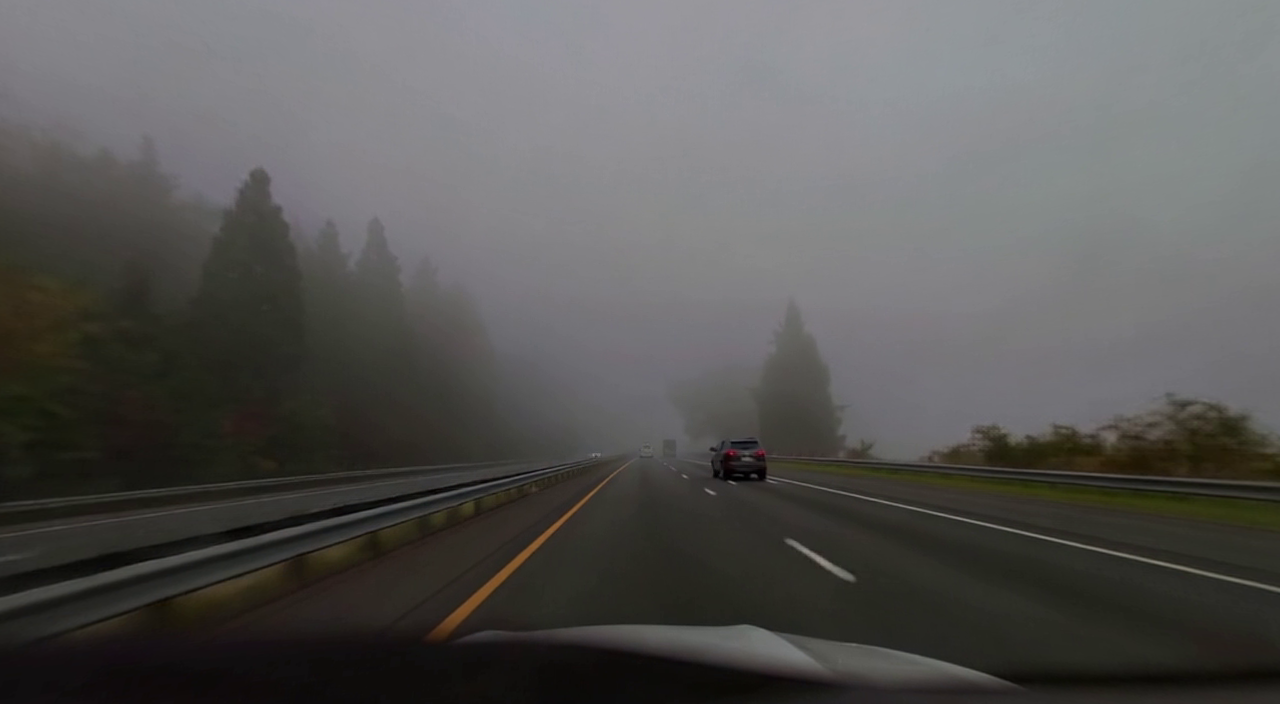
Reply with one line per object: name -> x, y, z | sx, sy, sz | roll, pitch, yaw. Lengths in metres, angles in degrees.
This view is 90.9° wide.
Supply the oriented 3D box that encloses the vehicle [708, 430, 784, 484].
vehicle -> 4.271, 4.349, 26.242 | 2.189, 2.007, 4.872 | 0, -9, -2
